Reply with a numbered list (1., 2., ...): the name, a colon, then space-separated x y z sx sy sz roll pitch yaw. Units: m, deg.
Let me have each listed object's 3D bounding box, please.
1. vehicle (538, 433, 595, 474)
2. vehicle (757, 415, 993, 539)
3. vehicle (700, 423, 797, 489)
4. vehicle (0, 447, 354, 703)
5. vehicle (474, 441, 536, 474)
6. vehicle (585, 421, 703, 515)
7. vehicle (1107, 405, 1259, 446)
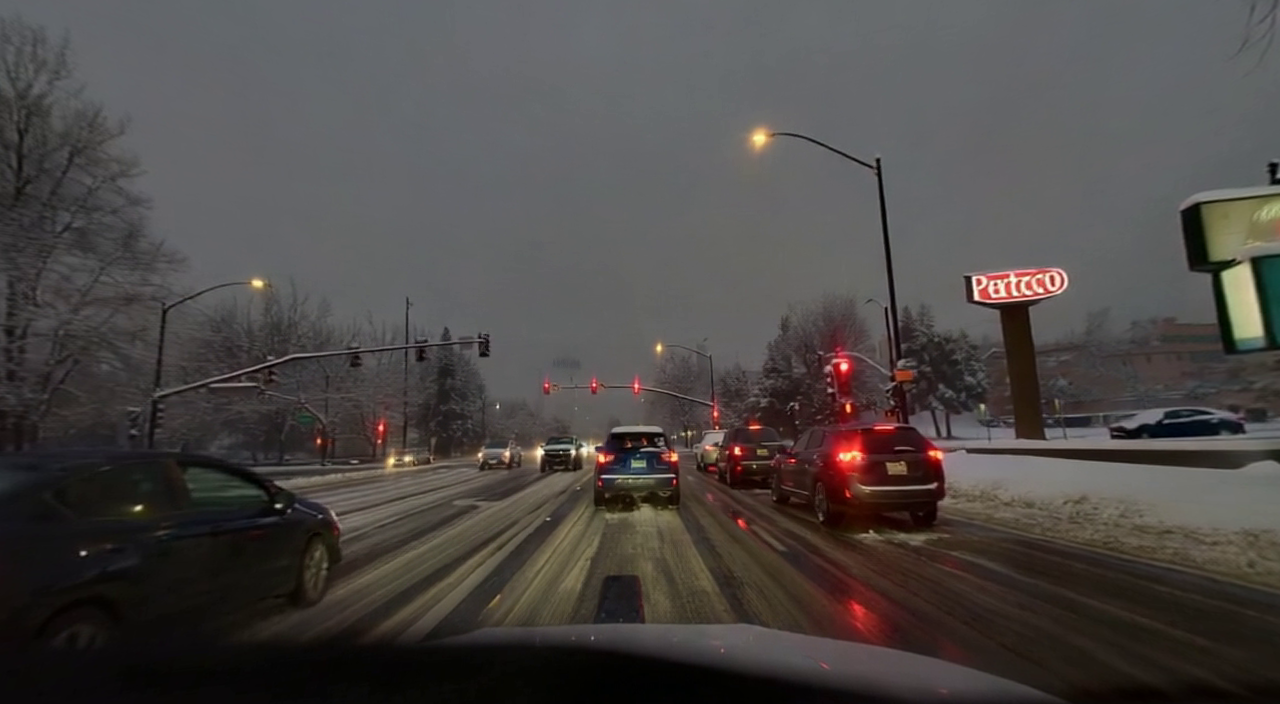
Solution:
1. vehicle: -3.382 4.777 29.965 2.106 1.778 4.444 0 -9 1
2. vehicle: 3.622 2.031 10.902 2.198 1.660 4.512 0 -9 -2
3. vehicle: 3.271 3.265 20.063 2.144 1.802 4.609 0 -9 -1
4. vehicle: -3.536 1.204 3.500 1.980 1.321 4.113 0 -9 0
5. vehicle: -6.451 5.100 30.686 1.954 1.473 4.350 0 -9 1
6. vehicle: -0.014 2.421 13.577 2.146 1.685 4.003 0 -9 -2
7. vehicle: 24.049 3.305 28.114 4.854 1.712 2.017 0 -9 -1
